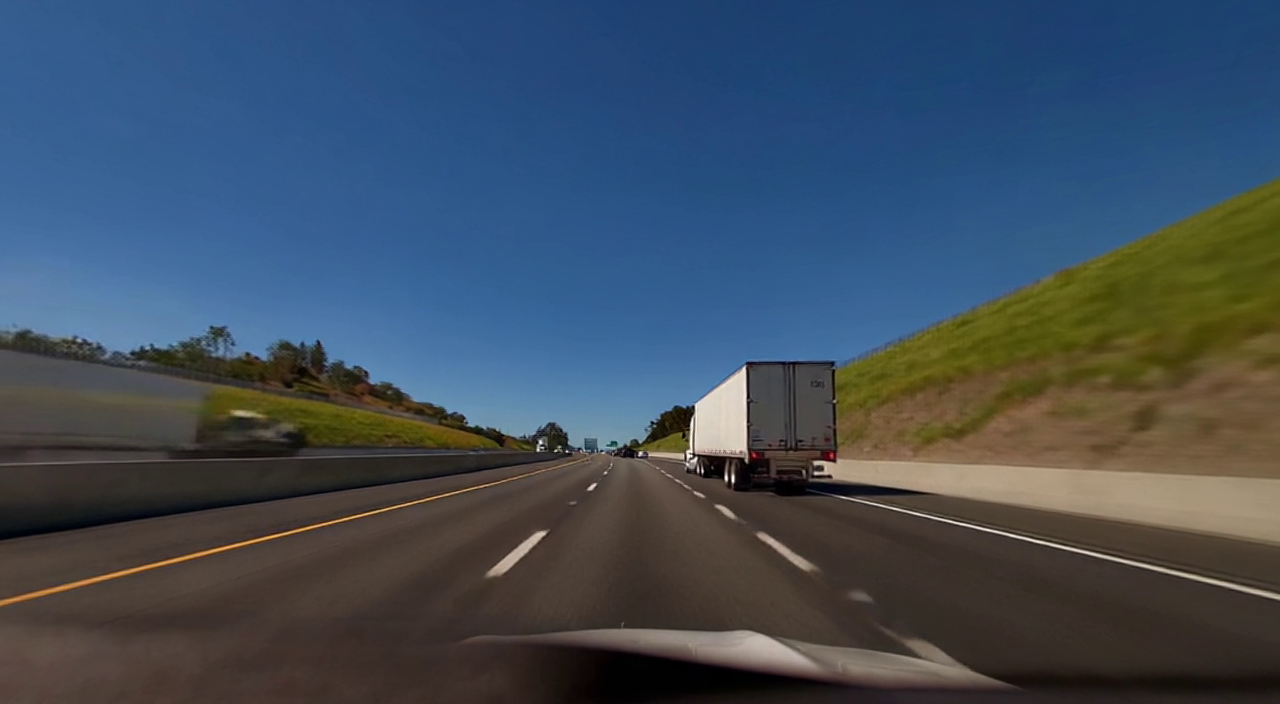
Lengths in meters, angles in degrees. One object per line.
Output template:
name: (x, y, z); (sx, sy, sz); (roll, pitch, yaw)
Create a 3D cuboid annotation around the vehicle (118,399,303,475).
vehicle: (-19.373, 4.037, 29.364); (2.867, 3.043, 8.226); (0, -9, -1)

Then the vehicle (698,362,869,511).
vehicle: (3.991, 2.939, 21.139); (2.876, 3.586, 11.726); (0, -9, 0)

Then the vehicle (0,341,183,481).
vehicle: (-19.210, 1.906, 19.158); (2.902, 3.820, 10.263); (0, -9, 0)
